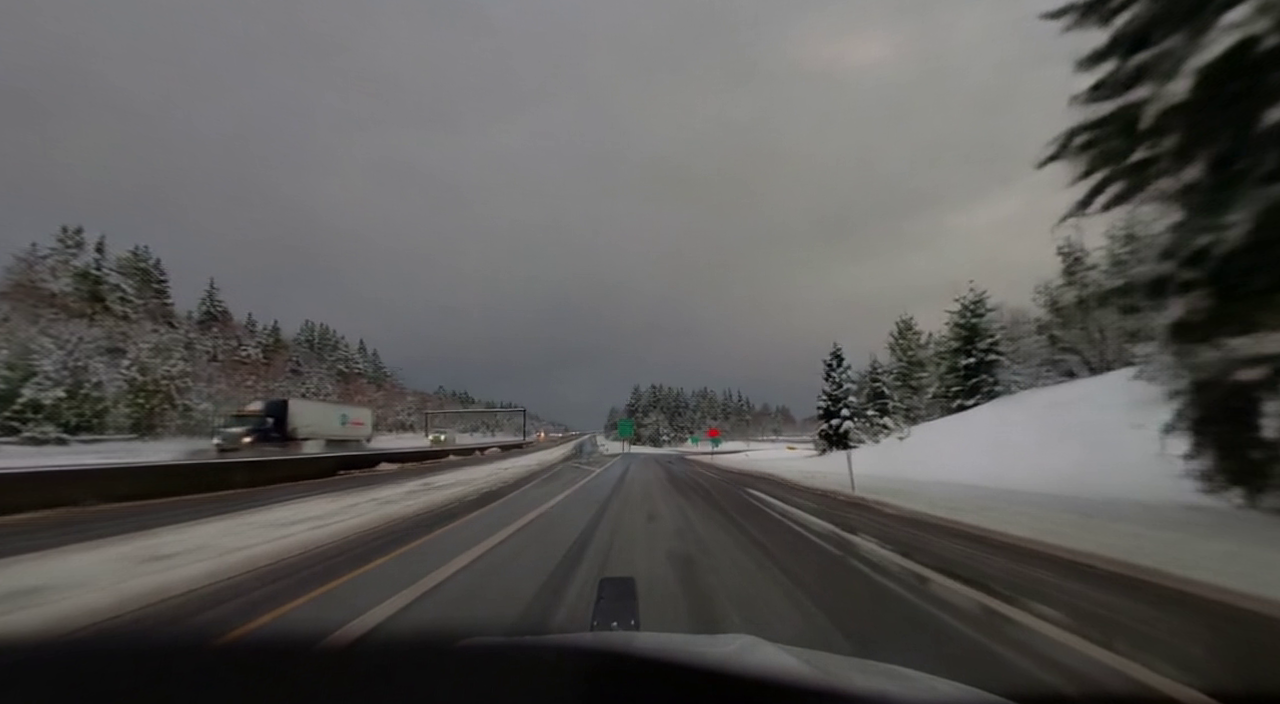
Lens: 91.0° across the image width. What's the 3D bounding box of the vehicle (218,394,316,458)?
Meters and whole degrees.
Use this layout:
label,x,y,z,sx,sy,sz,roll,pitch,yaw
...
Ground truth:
label,x,y,z,sx,sy,sz,roll,pitch,yaw
vehicle,-24.441,4.959,41.651,2.990,3.898,5.964,1,-8,-4
